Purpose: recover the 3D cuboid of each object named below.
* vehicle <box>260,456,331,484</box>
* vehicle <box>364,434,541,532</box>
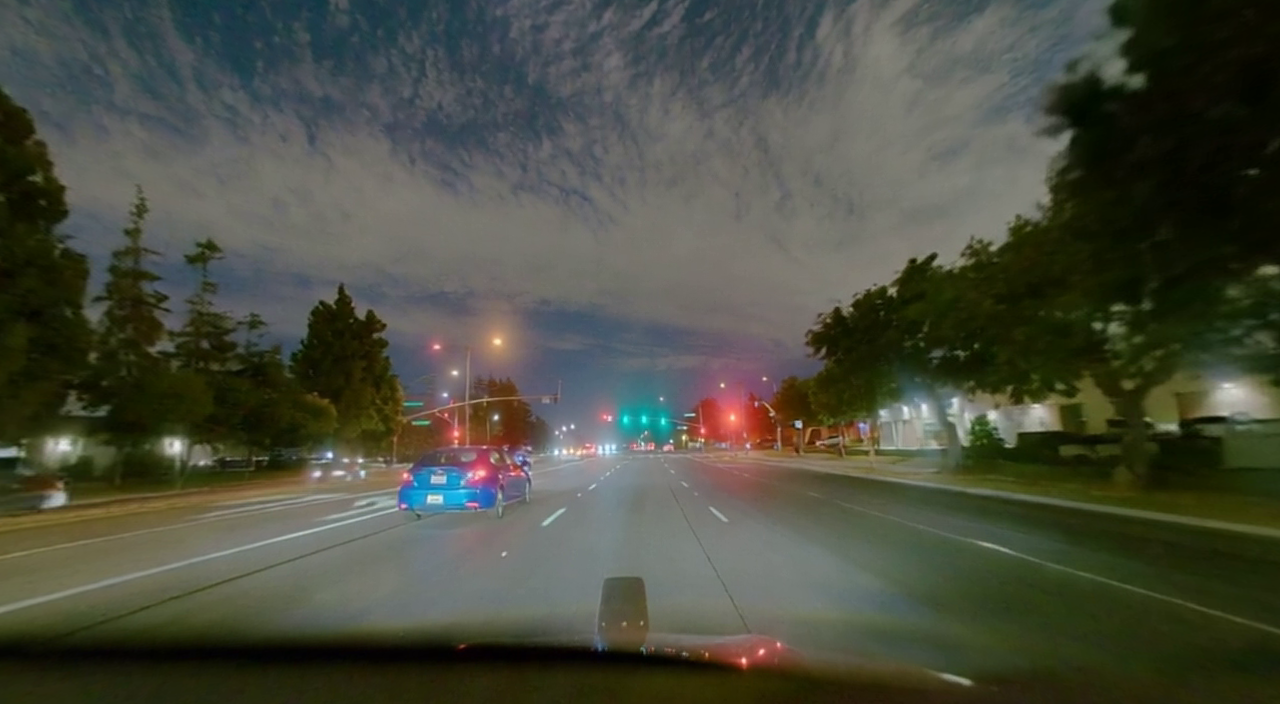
[{"bbox_3d":[-21.833,7.468,40.170,1.982,1.656,4.316,0,-9,1],"label":"vehicle"},{"bbox_3d":[-3.237,2.353,11.951,1.924,1.480,4.421,0,-9,1],"label":"vehicle"}]
